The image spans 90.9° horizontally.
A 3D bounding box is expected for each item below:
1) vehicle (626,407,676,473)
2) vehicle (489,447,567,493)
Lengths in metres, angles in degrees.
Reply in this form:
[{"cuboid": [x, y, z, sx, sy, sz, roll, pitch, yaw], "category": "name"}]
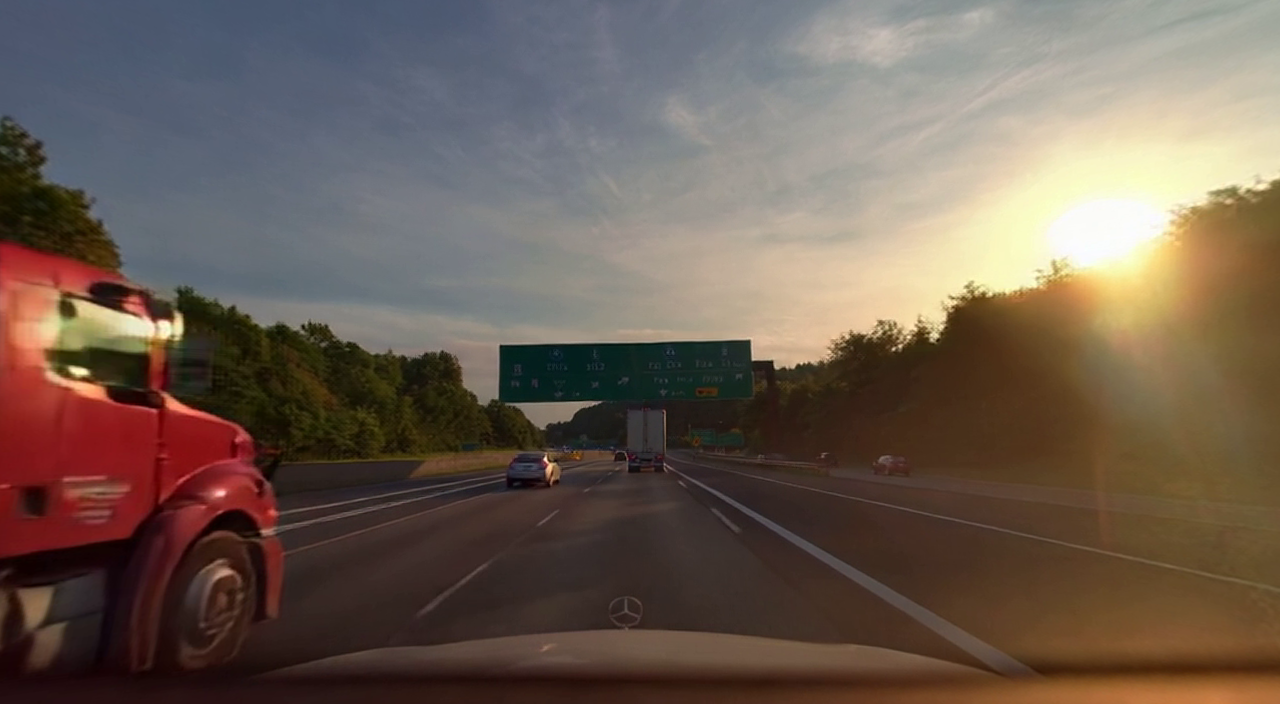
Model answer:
[{"cuboid": [0.756, 6.203, 44.124, 3.022, 4.072, 10.318, 0, -9, 1], "category": "vehicle"}, {"cuboid": [-3.926, 4.211, 22.920, 1.931, 1.466, 4.458, 0, -9, 1], "category": "vehicle"}]
